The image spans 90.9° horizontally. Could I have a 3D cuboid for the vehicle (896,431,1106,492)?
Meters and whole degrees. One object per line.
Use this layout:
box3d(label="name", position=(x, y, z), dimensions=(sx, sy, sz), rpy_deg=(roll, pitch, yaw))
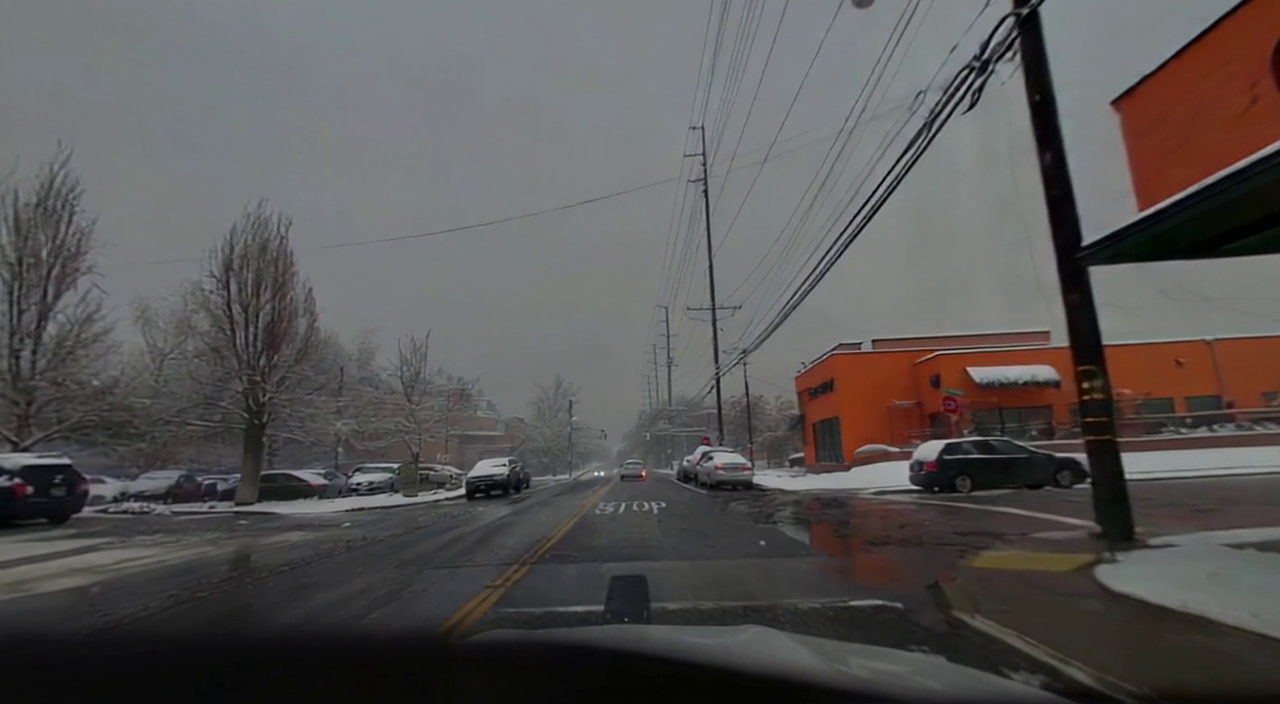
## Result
box3d(label="vehicle", position=(10.863, 3.307, 19.191), dimensions=(5.255, 1.688, 1.994), rpy_deg=(1, -9, -6))

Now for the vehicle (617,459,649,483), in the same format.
box3d(label="vehicle", position=(-0.534, 8.160, 43.495), dimensions=(2.033, 1.464, 4.645), rpy_deg=(0, -9, -3))

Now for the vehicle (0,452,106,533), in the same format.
box3d(label="vehicle", position=(-14.068, 3.192, 14.876), dimensions=(2.010, 1.630, 4.139), rpy_deg=(8, -12, -40))

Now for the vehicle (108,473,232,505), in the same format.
box3d(label="vehicle", position=(-23.938, 6.992, 32.263), dimensions=(4.660, 1.488, 1.930), rpy_deg=(0, -9, -3))

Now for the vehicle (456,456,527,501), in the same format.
box3d(label="vehicle", position=(-6.496, 5.571, 28.226), dimensions=(2.146, 1.775, 5.117), rpy_deg=(0, -9, -2))

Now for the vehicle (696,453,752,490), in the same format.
box3d(label="vehicle", position=(3.593, 5.187, 27.660), dimensions=(1.840, 1.452, 4.517), rpy_deg=(0, -9, 0))

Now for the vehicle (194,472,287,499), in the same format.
box3d(label="vehicle", position=(-23.923, 8.016, 37.873), dimensions=(4.276, 1.452, 1.803), rpy_deg=(1, -9, -4))

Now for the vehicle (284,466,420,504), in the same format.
box3d(label="vehicle", position=(-12.433, 5.762, 27.482), dimensions=(4.968, 1.493, 1.961), rpy_deg=(1, -9, -4))
